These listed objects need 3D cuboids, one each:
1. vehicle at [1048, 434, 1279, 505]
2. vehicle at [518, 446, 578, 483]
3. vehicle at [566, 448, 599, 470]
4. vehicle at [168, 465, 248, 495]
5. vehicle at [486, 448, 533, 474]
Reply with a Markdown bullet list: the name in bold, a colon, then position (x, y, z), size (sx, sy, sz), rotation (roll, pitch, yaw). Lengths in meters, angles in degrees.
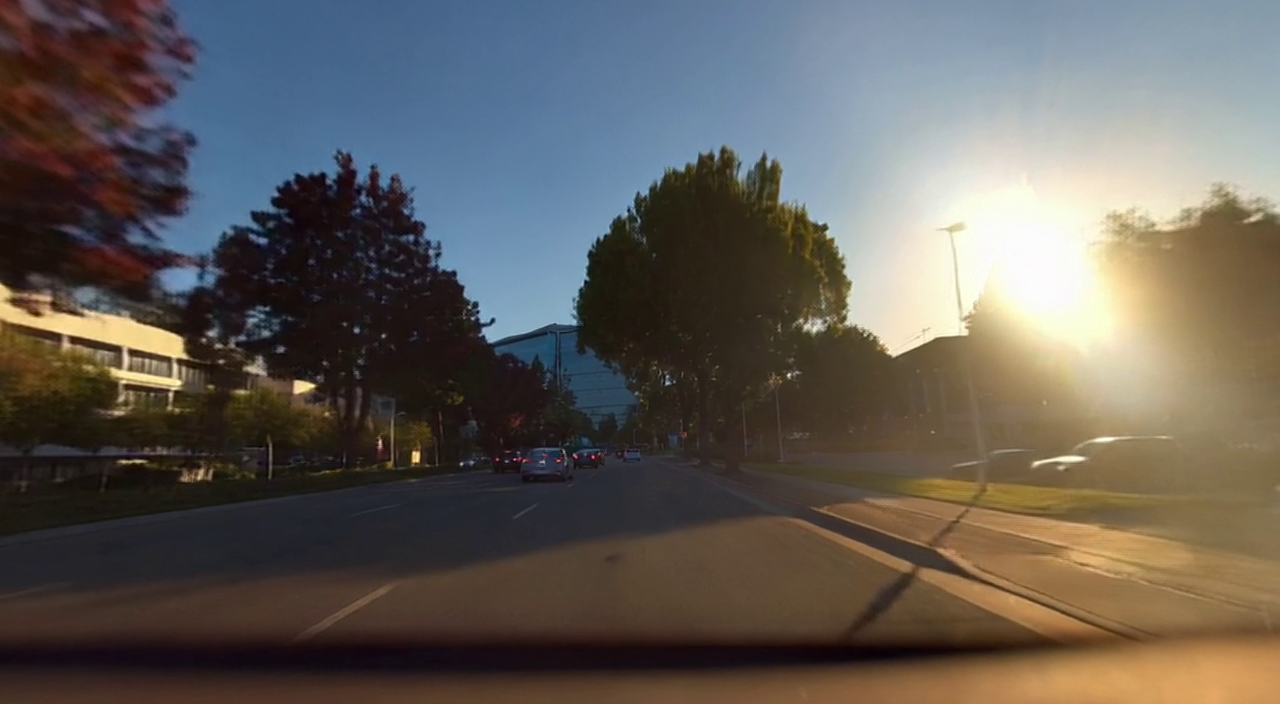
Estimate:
- **vehicle**: position (12.860, 2.830, 15.447), size (4.313, 1.596, 2.028), rotation (0, -9, 1)
- **vehicle**: position (-4.094, 5.073, 28.758), size (2.011, 1.483, 4.596), rotation (-1, -9, 0)
- **vehicle**: position (-4.016, 7.557, 44.736), size (1.971, 1.414, 4.317), rotation (0, -9, 0)
- **vehicle**: position (-27.091, 8.005, 39.812), size (1.758, 1.566, 4.531), rotation (-4, -9, 1)
- **vehicle**: position (-8.322, 6.967, 40.686), size (1.976, 1.497, 4.709), rotation (0, -9, 1)
